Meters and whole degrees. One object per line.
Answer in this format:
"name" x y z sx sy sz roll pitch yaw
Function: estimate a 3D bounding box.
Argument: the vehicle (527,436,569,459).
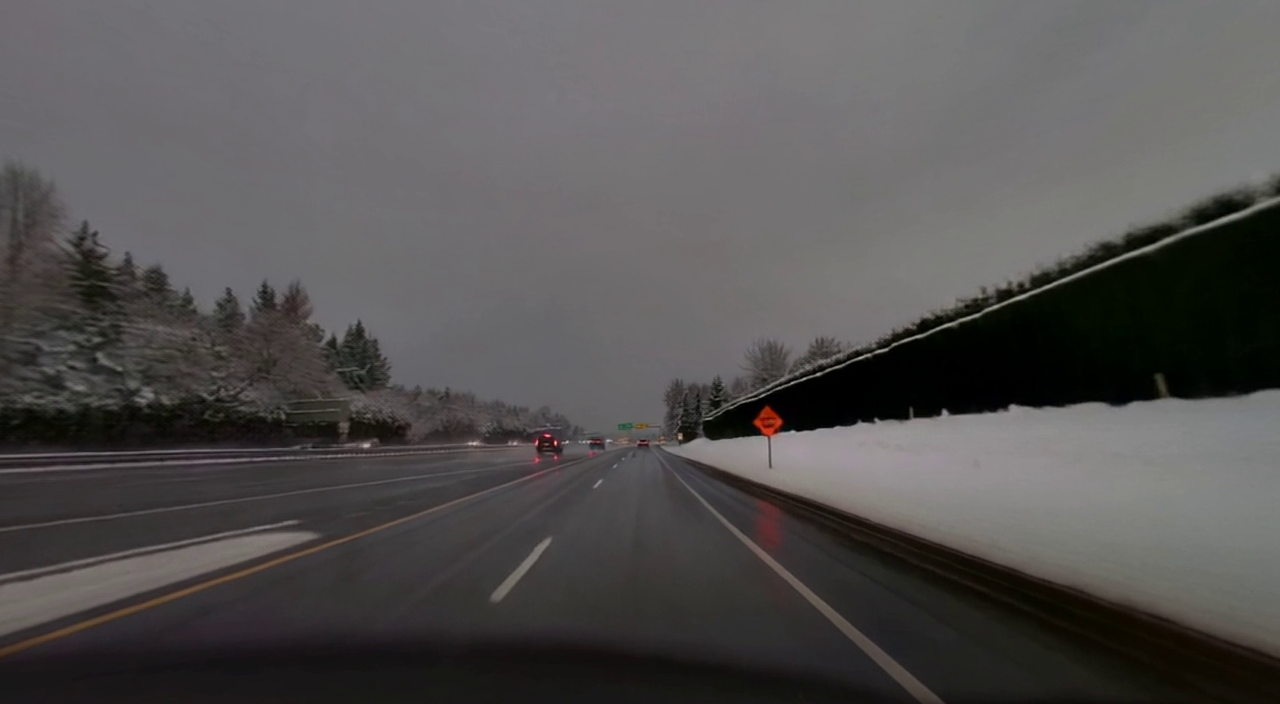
"vehicle" -6.758 7.037 46.700 2.141 1.612 3.998 -1 -8 6
